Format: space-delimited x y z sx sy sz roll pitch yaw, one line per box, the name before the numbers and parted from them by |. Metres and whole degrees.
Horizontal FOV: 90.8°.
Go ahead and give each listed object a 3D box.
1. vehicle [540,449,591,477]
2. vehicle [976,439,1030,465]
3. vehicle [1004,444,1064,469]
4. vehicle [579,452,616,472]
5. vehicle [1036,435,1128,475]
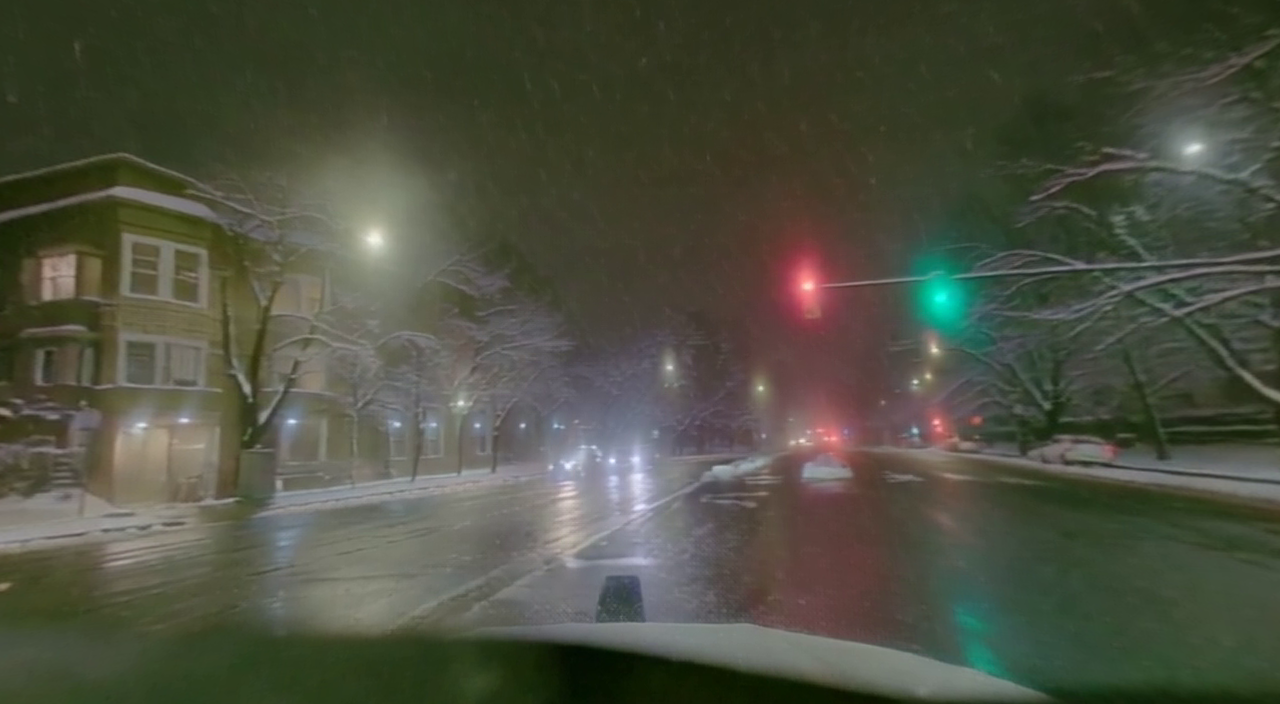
vehicle | -4.971 7.514 43.026 2.075 1.708 4.335 -2 -9 13
vehicle | 25.666 7.071 44.838 1.833 1.753 4.611 -2 -9 12
vehicle | 24.380 6.451 39.289 1.802 1.444 4.318 -2 -9 13
vehicle | -3.279 8.589 49.405 1.719 1.440 4.201 -2 -9 14
vehicle | 22.855 5.335 32.922 2.181 1.876 4.723 -2 -9 13
